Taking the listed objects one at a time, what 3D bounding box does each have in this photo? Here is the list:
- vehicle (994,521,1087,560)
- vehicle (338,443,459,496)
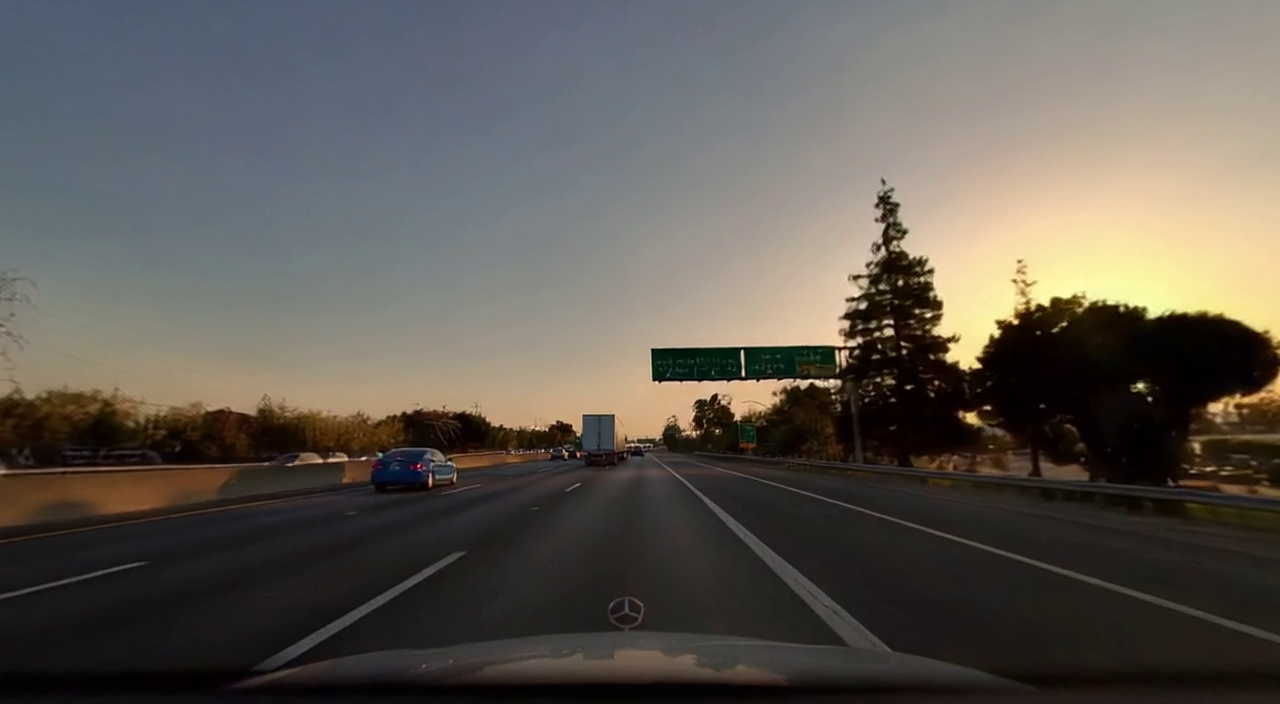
[{"bbox_3d":[24.061,11.353,37.998,2.126,1.475,4.971,0,-8,-4],"label":"vehicle"},{"bbox_3d":[-7.415,3.636,19.875,1.901,1.467,4.629,0,-8,1],"label":"vehicle"}]
